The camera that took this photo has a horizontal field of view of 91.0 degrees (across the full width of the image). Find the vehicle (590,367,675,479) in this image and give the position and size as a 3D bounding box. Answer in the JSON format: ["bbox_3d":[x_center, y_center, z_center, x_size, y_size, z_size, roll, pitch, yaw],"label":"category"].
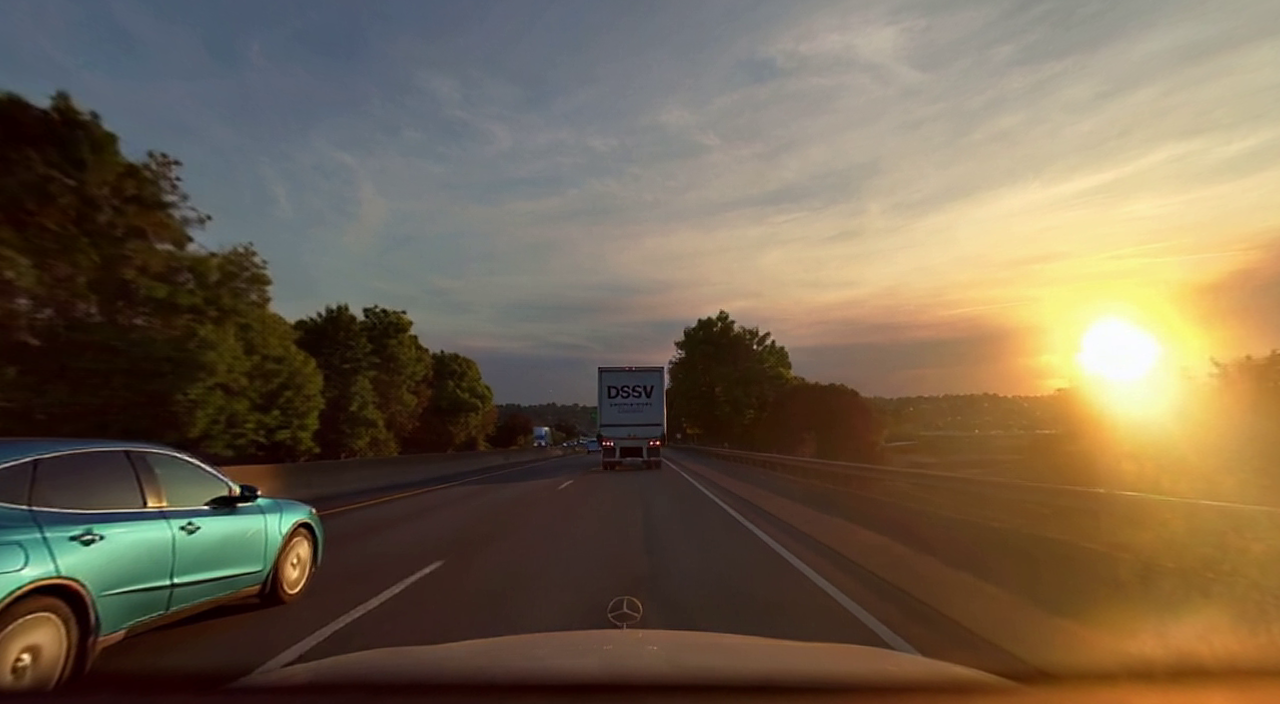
[{"bbox_3d":[-0.410,3.217,27.438,2.969,3.957,10.270,0,-8,-2],"label":"vehicle"}]
